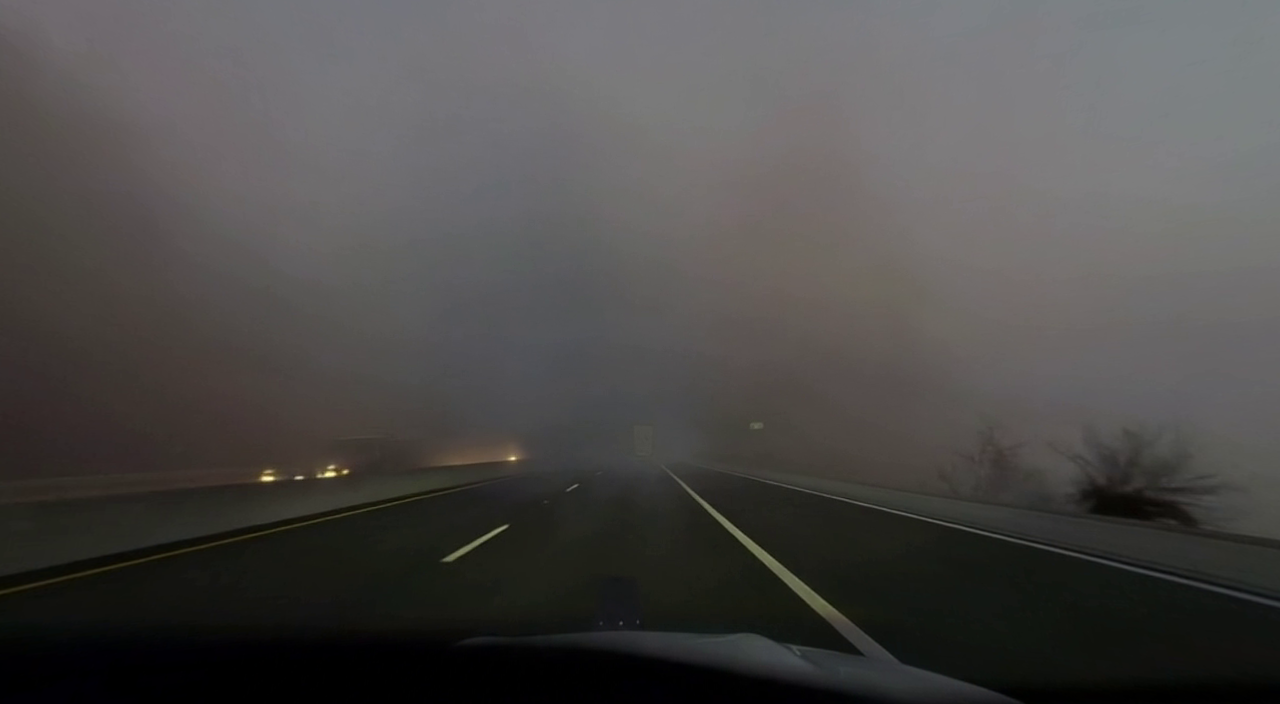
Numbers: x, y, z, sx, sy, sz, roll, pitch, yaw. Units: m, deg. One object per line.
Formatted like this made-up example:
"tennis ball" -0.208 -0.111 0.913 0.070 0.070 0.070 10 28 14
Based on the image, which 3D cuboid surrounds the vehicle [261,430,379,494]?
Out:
"vehicle" -17.199 5.973 34.545 2.734 3.128 6.814 0 -9 1
